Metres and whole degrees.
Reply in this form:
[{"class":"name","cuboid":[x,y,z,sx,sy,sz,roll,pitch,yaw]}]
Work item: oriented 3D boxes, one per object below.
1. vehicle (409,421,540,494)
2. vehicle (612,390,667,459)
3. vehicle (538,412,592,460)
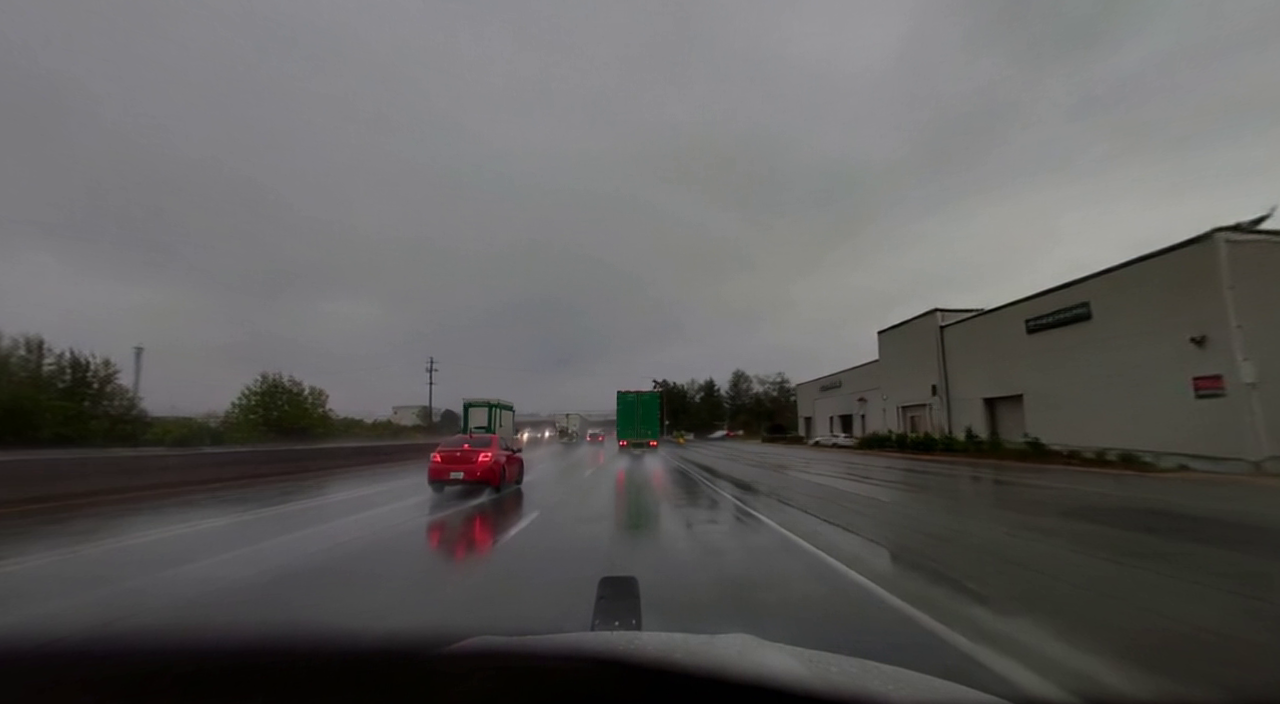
[{"class":"vehicle","cuboid":[-4.123,2.705,16.697,2.005,1.602,5.131,0,-8,1]},{"class":"vehicle","cuboid":[-0.156,4.976,42.410,3.259,4.066,9.891,0,-8,-1]},{"class":"vehicle","cuboid":[-4.564,5.333,39.850,2.717,2.714,6.997,0,-8,-1]}]
